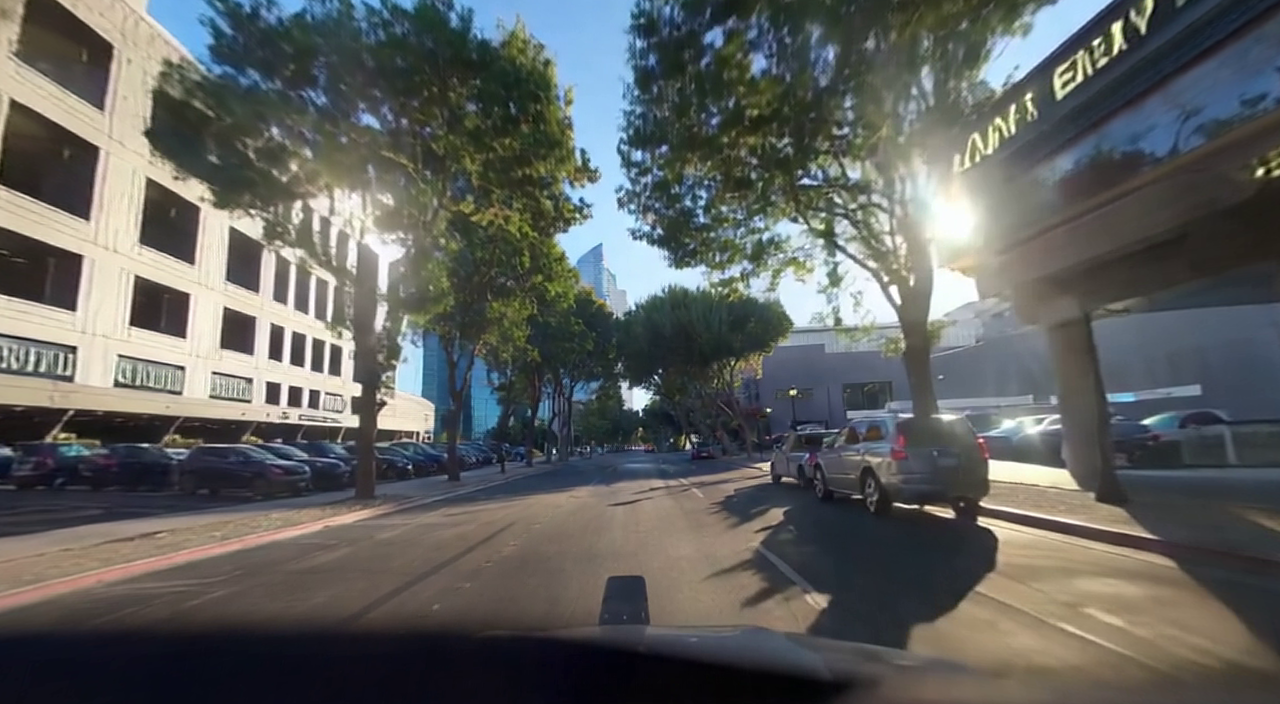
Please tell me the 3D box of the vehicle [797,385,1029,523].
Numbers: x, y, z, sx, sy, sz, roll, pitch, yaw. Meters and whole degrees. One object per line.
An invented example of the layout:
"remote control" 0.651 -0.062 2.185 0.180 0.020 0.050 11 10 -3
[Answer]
"vehicle" 5.783 2.341 14.727 2.596 2.509 6.178 0 -9 0

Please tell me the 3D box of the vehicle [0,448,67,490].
"vehicle" -25.545 4.645 25.254 1.982 1.565 4.910 3 -9 -19

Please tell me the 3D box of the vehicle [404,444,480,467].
"vehicle" -14.532 7.660 46.612 4.954 1.614 2.227 0 -9 -5

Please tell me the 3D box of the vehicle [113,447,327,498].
"vehicle" -13.064 3.763 19.880 5.269 1.491 2.133 -1 -9 2

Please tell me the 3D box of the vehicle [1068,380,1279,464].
"vehicle" 19.074 2.678 23.152 2.341 2.648 6.024 1 -8 -1
